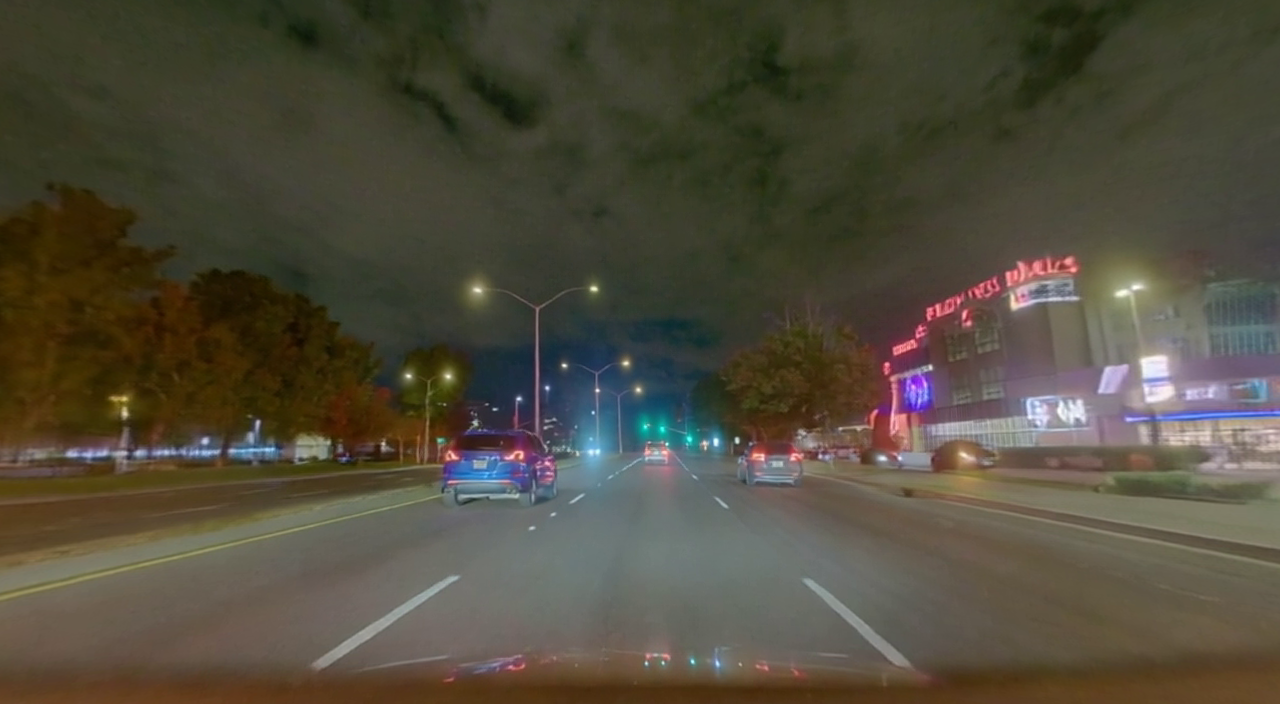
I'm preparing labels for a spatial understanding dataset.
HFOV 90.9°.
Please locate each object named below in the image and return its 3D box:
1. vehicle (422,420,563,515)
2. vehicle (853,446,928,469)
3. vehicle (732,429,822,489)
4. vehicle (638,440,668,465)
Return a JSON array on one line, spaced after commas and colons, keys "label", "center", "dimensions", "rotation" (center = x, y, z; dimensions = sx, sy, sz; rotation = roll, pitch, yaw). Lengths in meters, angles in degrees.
[{"label": "vehicle", "center": [-3.140, 2.572, 14.516], "dimensions": [2.047, 1.810, 4.414], "rotation": [0, -8, 2]}, {"label": "vehicle", "center": [16.409, 6.903, 41.322], "dimensions": [4.133, 1.475, 1.833], "rotation": [2, -9, -11]}, {"label": "vehicle", "center": [4.480, 3.573, 21.371], "dimensions": [2.083, 1.779, 4.347], "rotation": [0, -8, 0]}, {"label": "vehicle", "center": [0.967, 7.403, 46.522], "dimensions": [2.067, 1.702, 3.987], "rotation": [0, -8, 2]}]
